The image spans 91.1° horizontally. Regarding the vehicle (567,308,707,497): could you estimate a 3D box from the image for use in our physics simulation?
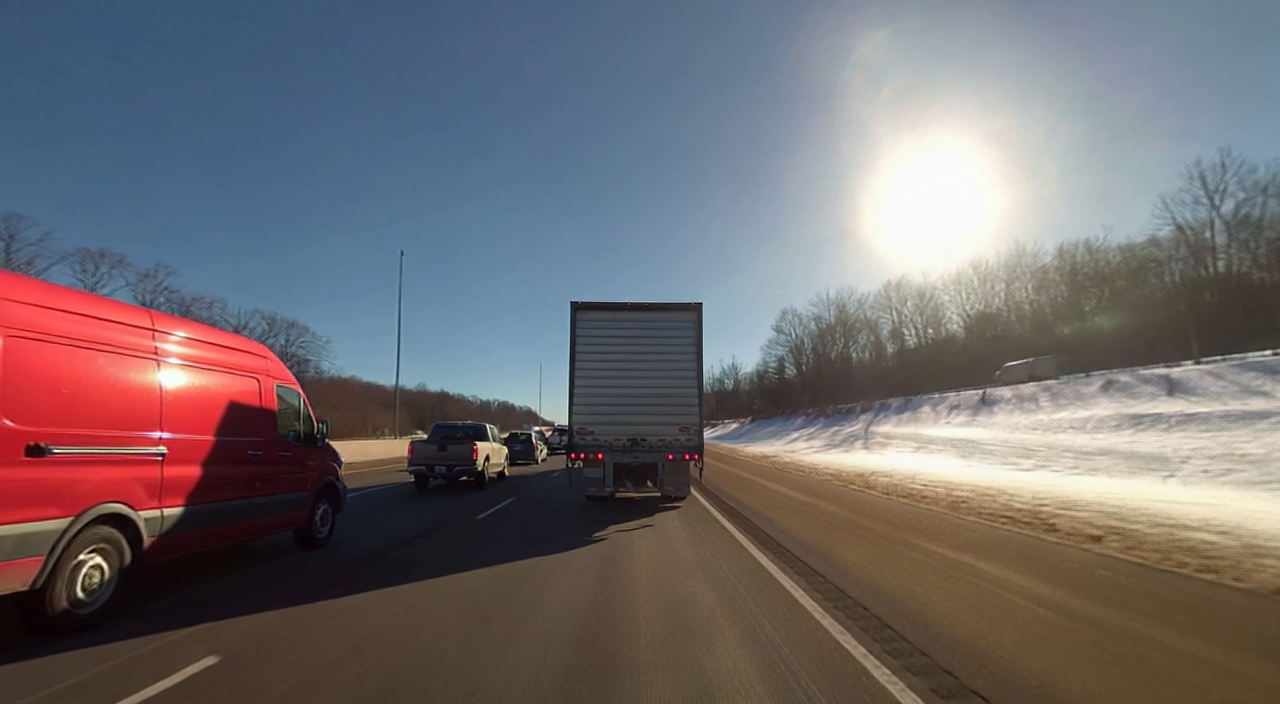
[{"bbox_3d":[-0.054,1.716,18.456,2.953,4.041,10.072,0,-8,0],"label":"vehicle"}]

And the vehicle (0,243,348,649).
[{"bbox_3d":[-5.240,0.836,5.756,2.478,2.515,5.438,0,-8,0],"label":"vehicle"}]

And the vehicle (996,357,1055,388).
[{"bbox_3d":[28.784,1.591,47.103,2.034,1.625,4.809,8,-6,10],"label":"vehicle"}]

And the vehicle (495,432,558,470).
[{"bbox_3d":[-4.868,4.295,27.554,1.931,1.539,4.441,0,-8,0],"label":"vehicle"}]

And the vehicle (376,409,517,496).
[{"bbox_3d":[-4.907,2.624,16.865,2.168,1.985,4.952,0,-8,1],"label":"vehicle"}]
